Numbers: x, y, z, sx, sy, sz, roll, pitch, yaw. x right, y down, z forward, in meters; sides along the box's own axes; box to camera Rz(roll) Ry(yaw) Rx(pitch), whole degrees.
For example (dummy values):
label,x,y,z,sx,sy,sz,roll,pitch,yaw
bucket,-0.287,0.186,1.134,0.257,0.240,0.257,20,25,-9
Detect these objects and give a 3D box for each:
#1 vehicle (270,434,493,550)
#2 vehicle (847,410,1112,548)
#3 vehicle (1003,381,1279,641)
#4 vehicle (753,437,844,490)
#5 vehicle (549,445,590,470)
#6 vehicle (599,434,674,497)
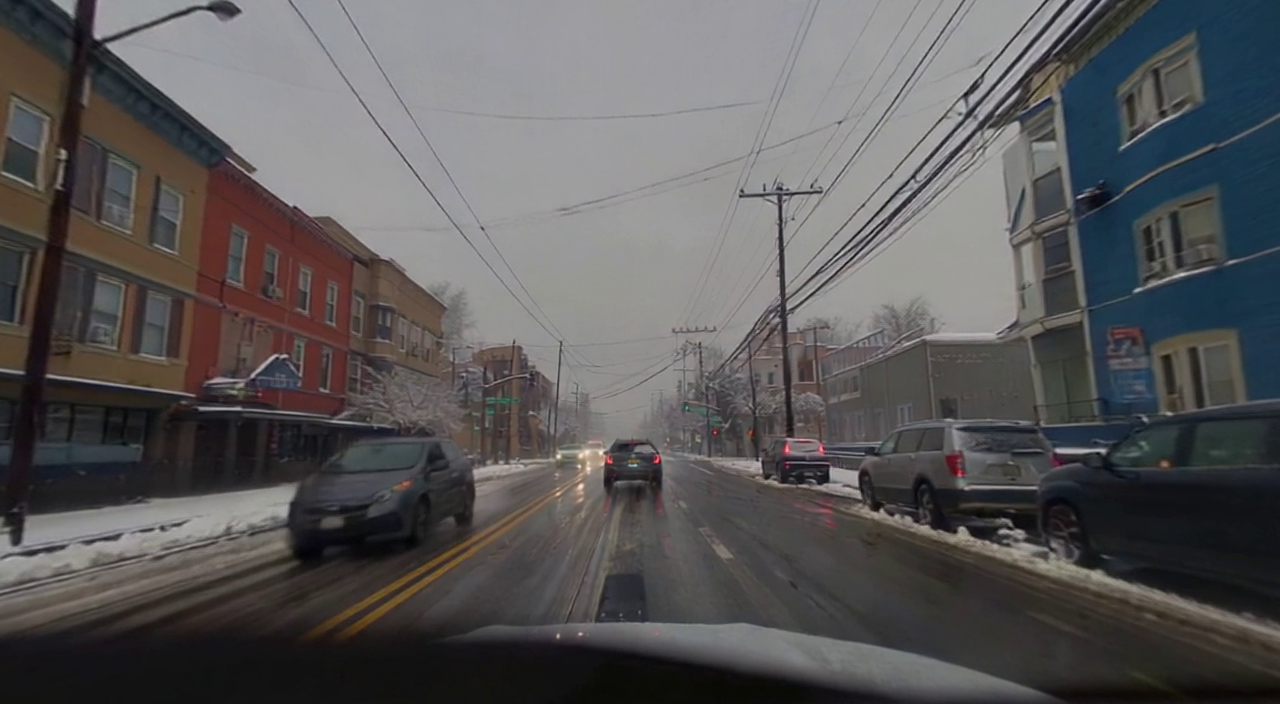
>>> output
label,x,y,z,sx,sy,sz,roll,pitch,yaw
vehicle,-3.965,2.195,10.648,1.968,1.524,4.304,0,-9,-1
vehicle,6.158,2.379,12.573,2.208,2.106,5.496,0,-9,0
vehicle,6.198,1.369,5.703,2.203,2.052,5.975,0,-9,-1
vehicle,6.232,4.450,25.678,2.197,1.917,5.637,0,-9,0
vehicle,-4.518,6.805,41.084,2.181,1.500,4.319,0,-9,0
vehicle,-0.098,3.283,18.570,1.980,1.635,3.795,0,-9,0
